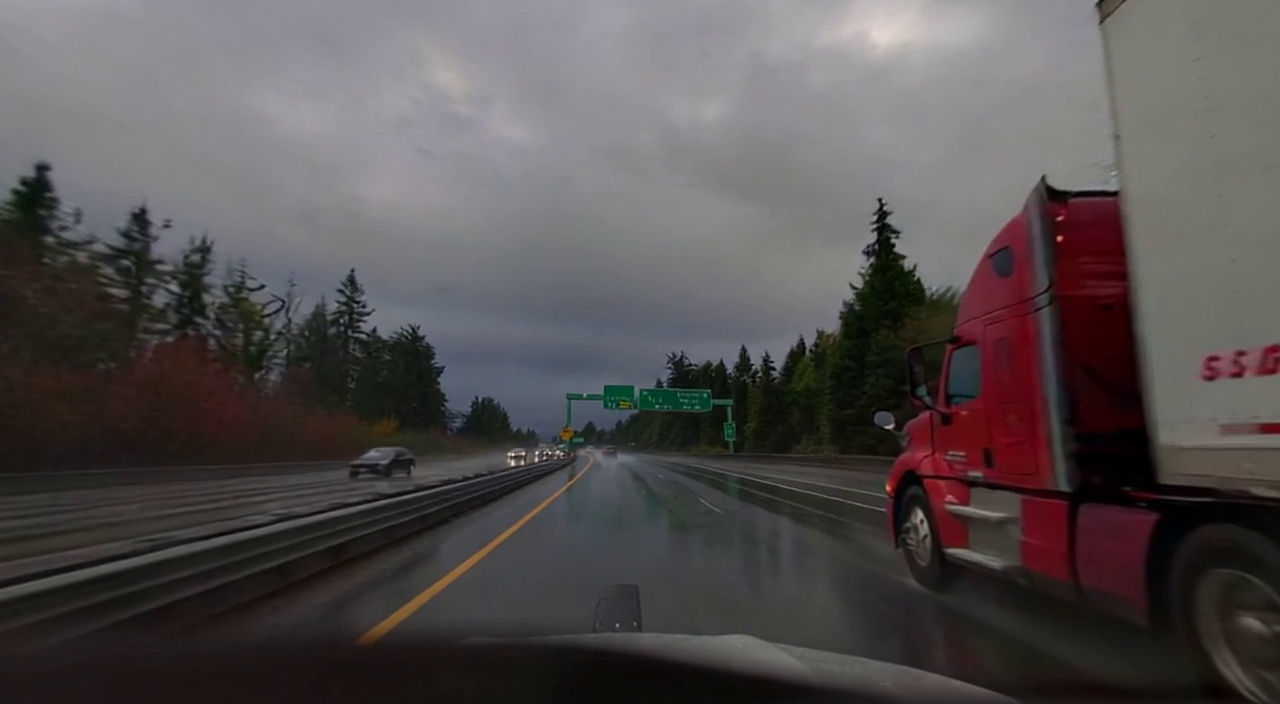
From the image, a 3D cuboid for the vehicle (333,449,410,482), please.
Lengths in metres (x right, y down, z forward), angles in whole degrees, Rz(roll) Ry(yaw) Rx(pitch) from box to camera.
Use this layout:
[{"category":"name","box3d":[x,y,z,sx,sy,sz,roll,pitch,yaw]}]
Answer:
[{"category":"vehicle","box3d":[-13.010,5.488,30.683,1.815,1.471,4.333,0,-9,0]}]

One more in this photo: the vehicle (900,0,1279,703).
[{"category":"vehicle","box3d":[4.282,-0.539,0.970,3.016,3.971,10.405,0,-9,-1]}]
